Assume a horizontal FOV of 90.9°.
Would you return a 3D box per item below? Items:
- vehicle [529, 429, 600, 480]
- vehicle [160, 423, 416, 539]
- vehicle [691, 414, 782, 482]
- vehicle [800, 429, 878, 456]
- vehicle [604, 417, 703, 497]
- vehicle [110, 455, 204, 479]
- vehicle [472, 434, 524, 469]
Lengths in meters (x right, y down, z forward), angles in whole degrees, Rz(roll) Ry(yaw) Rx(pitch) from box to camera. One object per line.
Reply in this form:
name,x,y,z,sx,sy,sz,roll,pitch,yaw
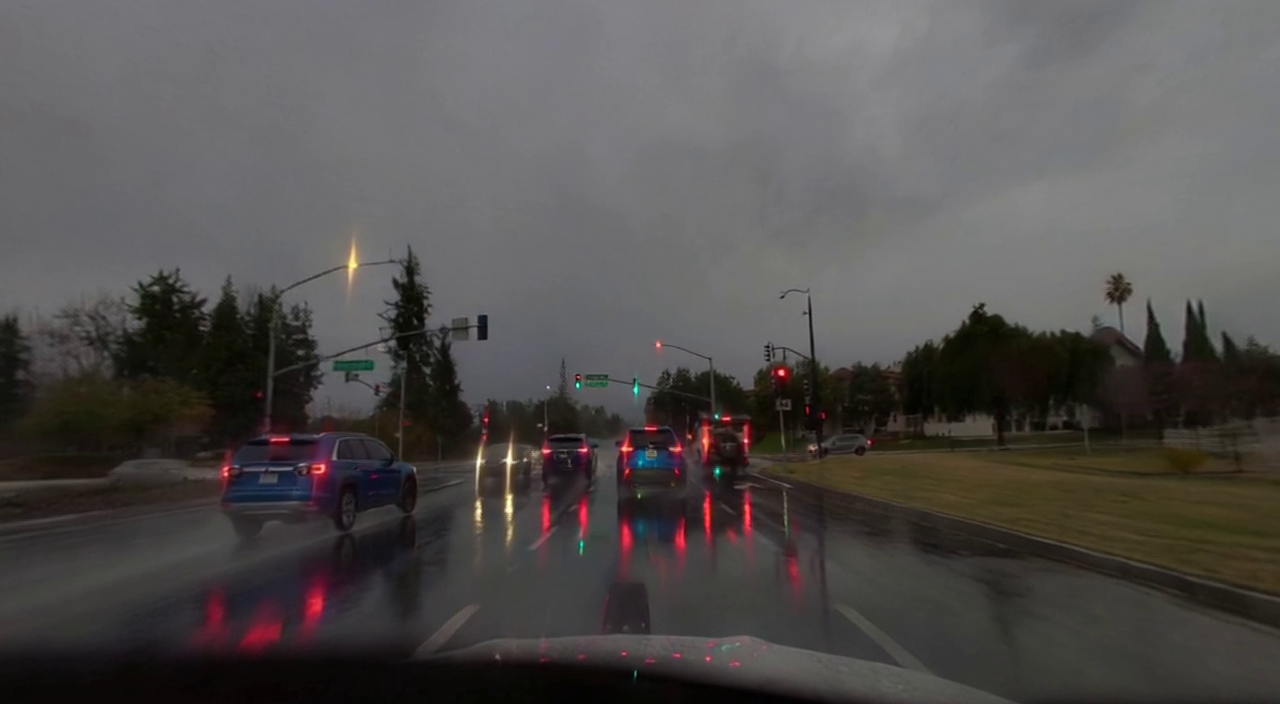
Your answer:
vehicle,-2.671,3.764,23.344,2.058,1.659,4.514,0,-8,0
vehicle,-5.951,2.219,11.493,2.052,1.664,4.476,0,-8,0
vehicle,3.218,3.405,22.490,2.338,2.063,5.672,0,-8,0
vehicle,14.410,6.583,45.788,4.983,1.560,1.841,-4,-8,0
vehicle,0.293,2.685,16.378,2.235,1.778,4.178,0,-8,0
vehicle,-31.998,7.623,41.837,4.554,1.449,1.949,0,-8,0
vehicle,-7.912,5.450,34.721,2.108,1.689,4.316,1,-8,-22
